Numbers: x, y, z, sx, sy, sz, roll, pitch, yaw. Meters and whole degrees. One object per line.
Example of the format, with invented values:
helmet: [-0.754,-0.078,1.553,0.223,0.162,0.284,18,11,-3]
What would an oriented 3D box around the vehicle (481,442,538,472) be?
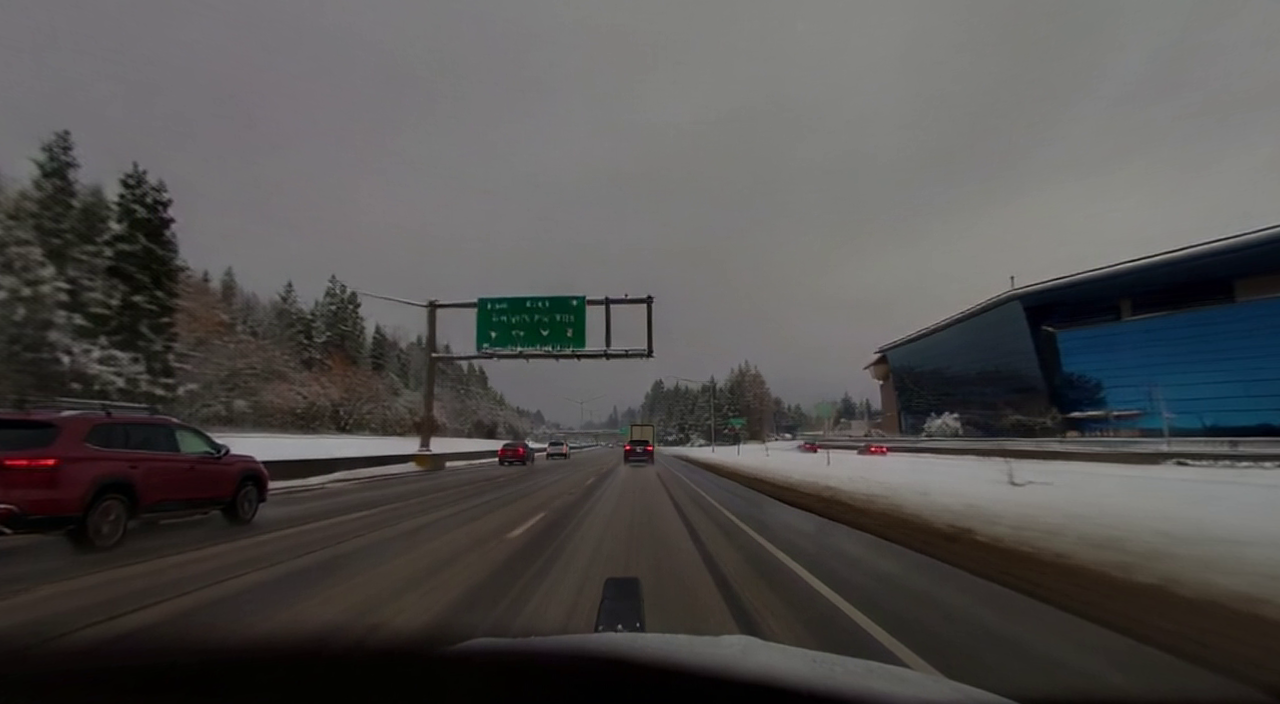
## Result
vehicle: [-7.021,5.689,34.381,2.074,1.495,4.643,0,-9,0]

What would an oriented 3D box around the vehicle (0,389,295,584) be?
vehicle: [-7.120,1.638,8.436,2.146,1.834,4.999,0,-9,0]

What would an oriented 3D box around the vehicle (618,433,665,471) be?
vehicle: [0.058,5.250,33.136,2.245,1.863,4.801,0,-9,0]

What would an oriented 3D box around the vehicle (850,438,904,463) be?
vehicle: [16.996,7.075,45.397,2.019,1.657,4.582,0,-9,0]
